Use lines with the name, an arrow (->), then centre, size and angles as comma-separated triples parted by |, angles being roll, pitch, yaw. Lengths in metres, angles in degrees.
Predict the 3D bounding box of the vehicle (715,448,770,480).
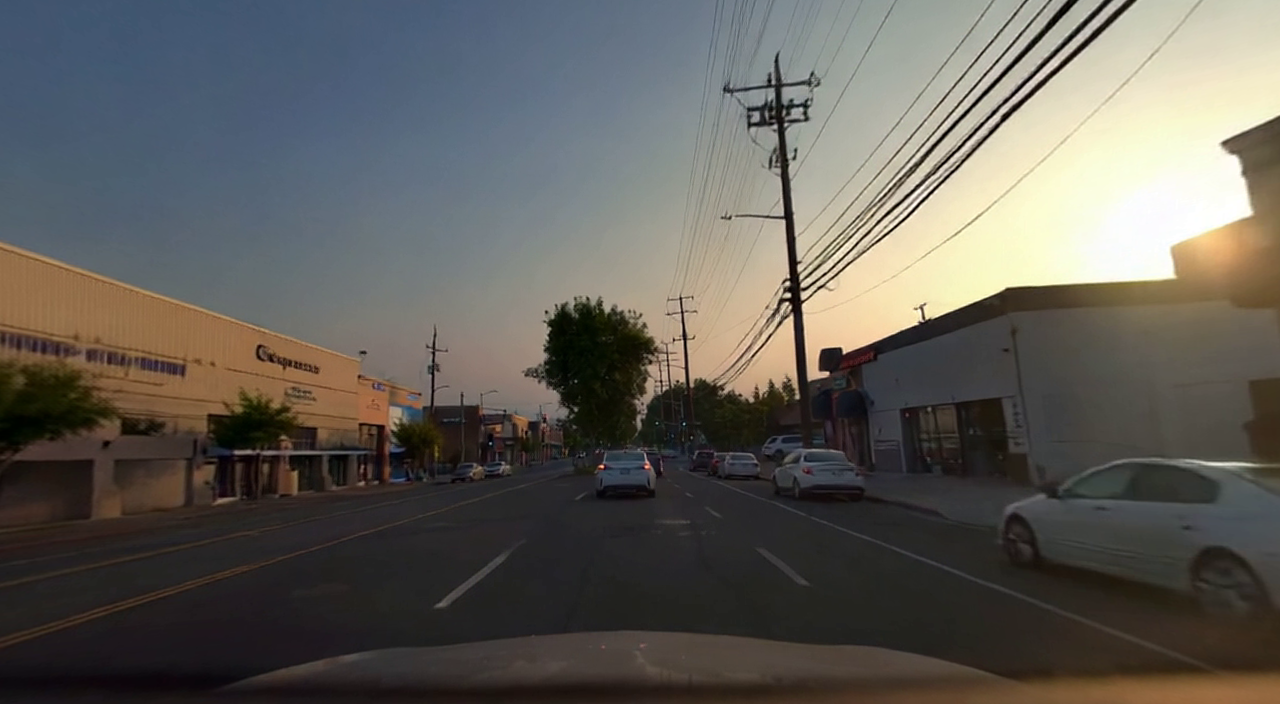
vehicle -> 5.156, 5.697, 32.449 | 1.987, 1.459, 4.677 | 0, -8, -1

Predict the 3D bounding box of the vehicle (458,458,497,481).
vehicle -> -11.728, 8.477, 45.859 | 1.828, 1.457, 4.371 | 0, -8, -1

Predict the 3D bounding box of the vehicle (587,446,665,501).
vehicle -> -0.370, 3.637, 19.350 | 2.116, 1.479, 3.980 | 0, -8, 0

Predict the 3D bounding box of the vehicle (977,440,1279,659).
vehicle -> 5.018, 1.480, 5.432 | 1.761, 1.413, 4.272 | 0, -8, -2

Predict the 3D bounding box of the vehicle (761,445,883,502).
vehicle -> 5.228, 3.533, 18.951 | 2.108, 1.471, 4.948 | 0, -8, -1
